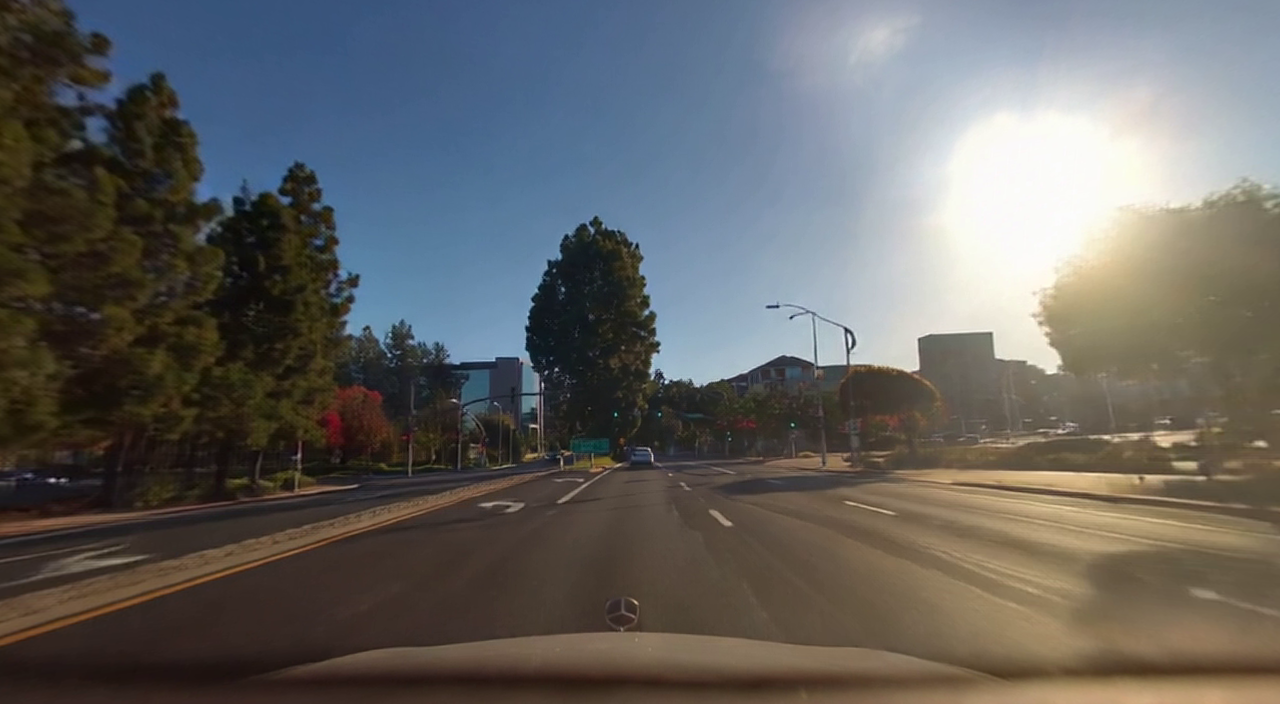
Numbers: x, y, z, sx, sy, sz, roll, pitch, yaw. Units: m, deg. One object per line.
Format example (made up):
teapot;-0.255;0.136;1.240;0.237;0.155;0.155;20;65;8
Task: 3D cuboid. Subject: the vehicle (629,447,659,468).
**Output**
vehicle;0.295;7.542;45.167;2.064;1.477;3.968;0;-9;1
